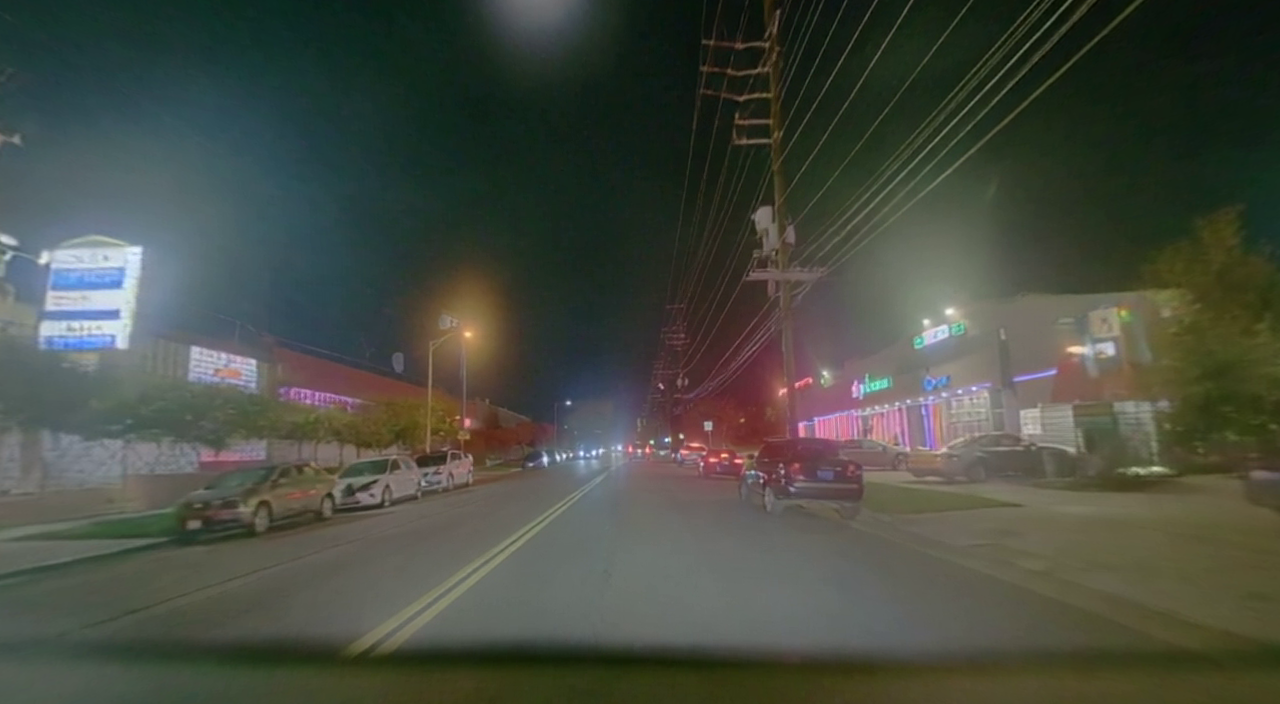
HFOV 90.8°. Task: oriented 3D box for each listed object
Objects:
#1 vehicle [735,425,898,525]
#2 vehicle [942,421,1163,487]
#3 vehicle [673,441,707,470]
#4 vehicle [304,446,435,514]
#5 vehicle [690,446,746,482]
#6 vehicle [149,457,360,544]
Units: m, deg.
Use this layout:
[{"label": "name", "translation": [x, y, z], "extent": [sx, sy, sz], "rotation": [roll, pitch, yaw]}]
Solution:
[{"label": "vehicle", "translation": [3.520, 2.566, 13.730], "extent": [2.088, 1.765, 4.704], "rotation": [0, -9, -1]}, {"label": "vehicle", "translation": [11.282, 2.830, 17.586], "extent": [4.711, 1.587, 1.909], "rotation": [-2, -8, 3]}, {"label": "vehicle", "translation": [3.336, 7.098, 43.276], "extent": [2.025, 1.843, 4.883], "rotation": [-1, -10, 1]}, {"label": "vehicle", "translation": [-8.500, 4.006, 20.422], "extent": [2.045, 1.820, 4.858], "rotation": [0, -7, 0]}, {"label": "vehicle", "translation": [3.464, 5.039, 28.739], "extent": [1.866, 1.439, 4.482], "rotation": [0, -9, -1]}, {"label": "vehicle", "translation": [-8.648, 3.321, 14.862], "extent": [2.022, 1.501, 4.860], "rotation": [0, -7, -1]}]
